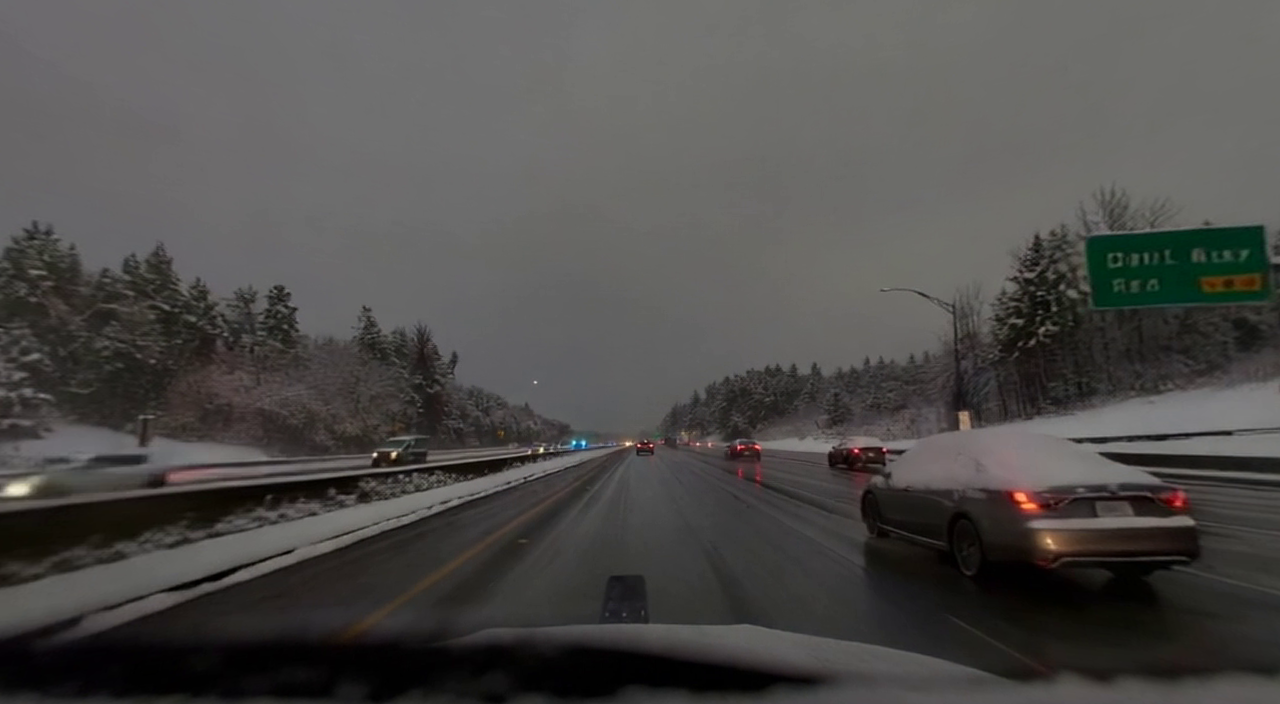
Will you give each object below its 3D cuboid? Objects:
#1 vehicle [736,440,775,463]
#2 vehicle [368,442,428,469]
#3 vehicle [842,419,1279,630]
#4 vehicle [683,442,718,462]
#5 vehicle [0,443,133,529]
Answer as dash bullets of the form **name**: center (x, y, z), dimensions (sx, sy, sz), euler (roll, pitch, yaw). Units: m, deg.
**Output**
- **vehicle**: center (8.120, 7.045, 44.794), dimensions (1.919, 1.476, 4.303), euler (0, -8, -1)
- **vehicle**: center (-17.032, 7.317, 44.698), dimensions (2.209, 1.774, 4.989), euler (0, -8, 0)
- **vehicle**: center (4.224, 1.599, 7.075), dimensions (2.223, 1.483, 5.075), euler (0, -8, 0)
- **vehicle**: center (4.544, 7.553, 47.980), dimensions (2.118, 1.438, 4.312), euler (0, -8, -1)
- **vehicle**: center (-12.855, 2.634, 12.669), dimensions (1.875, 1.591, 4.102), euler (0, -8, 0)
